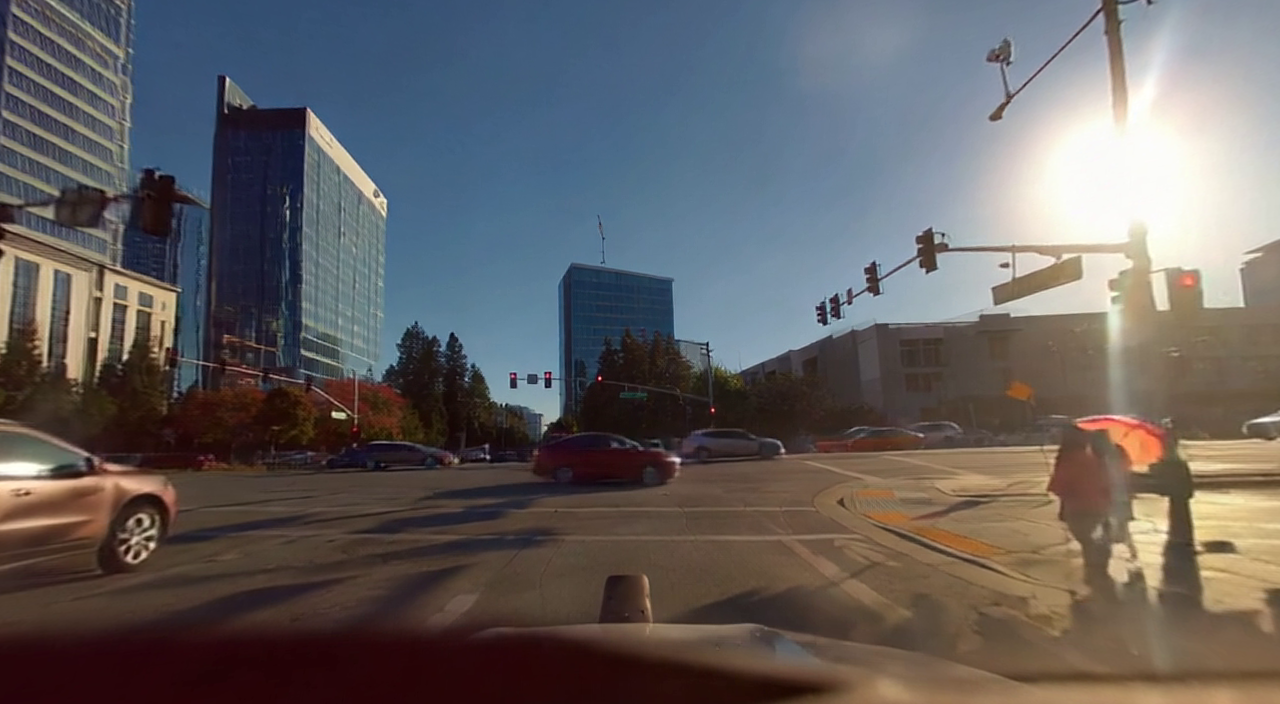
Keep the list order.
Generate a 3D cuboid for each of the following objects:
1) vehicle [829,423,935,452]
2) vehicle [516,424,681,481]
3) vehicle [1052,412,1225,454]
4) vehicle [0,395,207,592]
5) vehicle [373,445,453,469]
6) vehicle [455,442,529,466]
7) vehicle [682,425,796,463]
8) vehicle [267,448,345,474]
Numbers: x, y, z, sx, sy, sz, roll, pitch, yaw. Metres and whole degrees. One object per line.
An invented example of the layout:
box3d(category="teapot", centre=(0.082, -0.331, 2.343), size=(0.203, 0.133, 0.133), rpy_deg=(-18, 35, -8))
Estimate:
box3d(category="vehicle", centre=(12.904, 4.630, 33.865), size=(4.906, 1.485, 1.857), rpy_deg=(-1, -9, 7))
box3d(category="vehicle", centre=(-1.214, 3.150, 19.789), size=(4.865, 1.663, 1.962), rpy_deg=(-1, -9, 6))
box3d(category="vehicle", centre=(17.687, 2.924, 22.563), size=(4.515, 1.422, 1.802), rpy_deg=(-1, -9, 4))
box3d(category="vehicle", centre=(-6.407, 1.232, 5.506), size=(1.785, 1.678, 4.729), rpy_deg=(0, -9, 1))
box3d(category="vehicle", centre=(-14.442, 6.680, 40.220), size=(4.459, 1.477, 1.754), rpy_deg=(-1, -9, 6))
box3d(category="vehicle", centre=(-11.048, 7.628, 47.127), size=(4.939, 1.770, 2.001), rpy_deg=(-1, -9, 6))
box3d(category="vehicle", centre=(4.135, 3.922, 26.850), size=(4.591, 1.525, 1.836), rpy_deg=(-1, -9, 6))
box3d(category="vehicle", centre=(-23.554, 7.670, 44.508), size=(4.466, 1.767, 1.839), rpy_deg=(-1, -9, 6))
